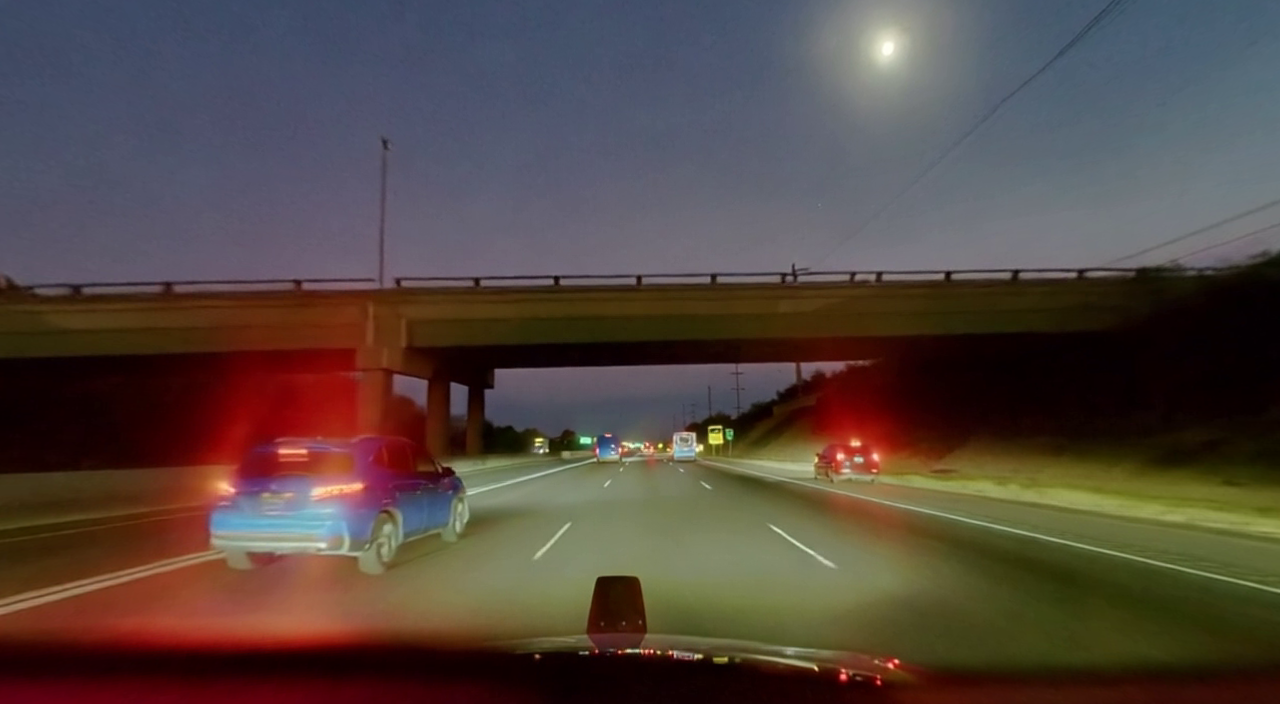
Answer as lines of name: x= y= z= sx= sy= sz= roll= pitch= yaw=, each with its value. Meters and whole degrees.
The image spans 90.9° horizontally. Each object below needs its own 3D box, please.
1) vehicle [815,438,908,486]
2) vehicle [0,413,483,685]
vehicle: x=8.297 y=4.159 z=24.054 sx=1.936 sy=1.664 sz=4.198 roll=0 pitch=-9 yaw=-1
vehicle: x=-3.111 y=1.452 z=5.881 sx=2.029 sy=1.472 sz=4.721 roll=0 pitch=-9 yaw=1
